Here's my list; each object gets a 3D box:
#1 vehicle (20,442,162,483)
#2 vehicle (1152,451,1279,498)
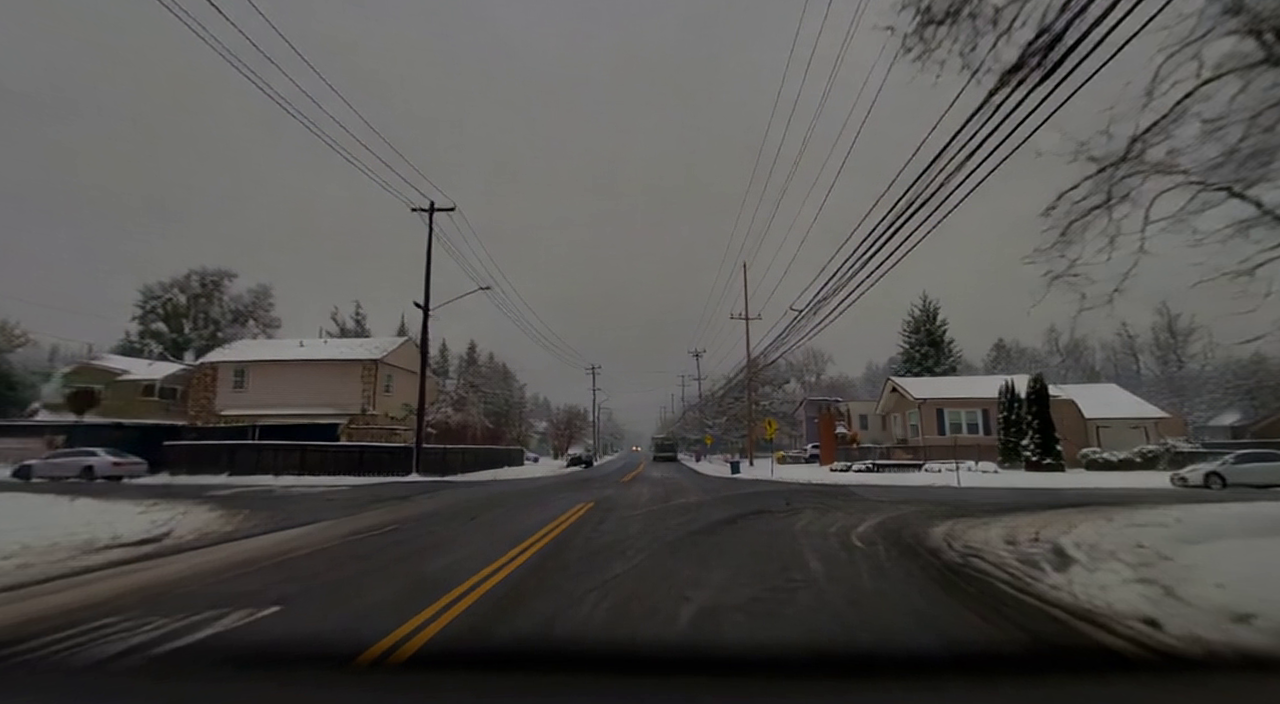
[{"bbox_3d":[-22.340,4.482,25.846,3.918,1.577,1.972,0,-8,-1],"label":"vehicle"},{"bbox_3d":[20.962,4.233,22.033,4.322,1.499,1.927,-1,-9,7],"label":"vehicle"}]
